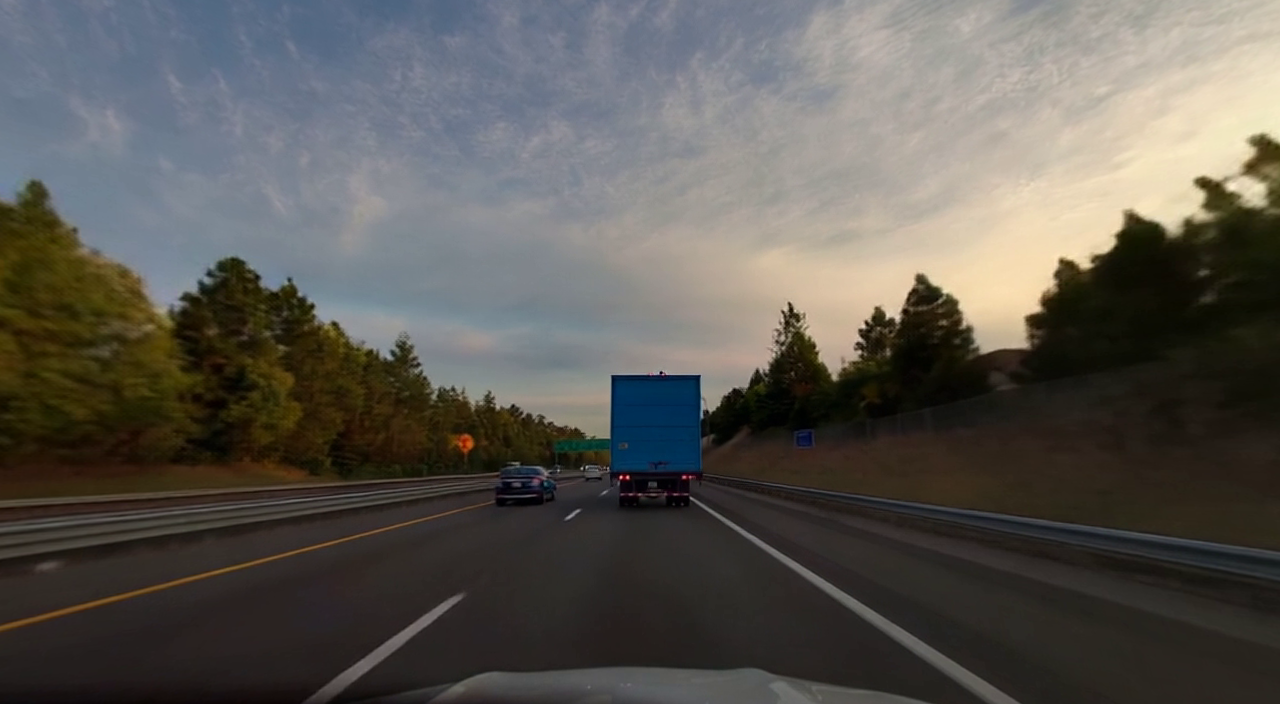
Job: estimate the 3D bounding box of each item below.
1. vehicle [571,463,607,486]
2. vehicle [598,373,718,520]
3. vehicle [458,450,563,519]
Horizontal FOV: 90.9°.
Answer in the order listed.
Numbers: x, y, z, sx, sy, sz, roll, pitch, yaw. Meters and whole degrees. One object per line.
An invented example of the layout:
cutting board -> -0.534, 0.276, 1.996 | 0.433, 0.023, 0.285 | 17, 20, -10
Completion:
vehicle -> -3.524, 8.632, 44.422 | 2.079, 1.506, 4.821 | 0, -10, 1
vehicle -> 0.379, 3.251, 20.835 | 3.008, 3.678, 9.512 | 1, -10, -1
vehicle -> -3.558, 3.783, 18.281 | 2.076, 1.691, 4.555 | 1, -10, 0
